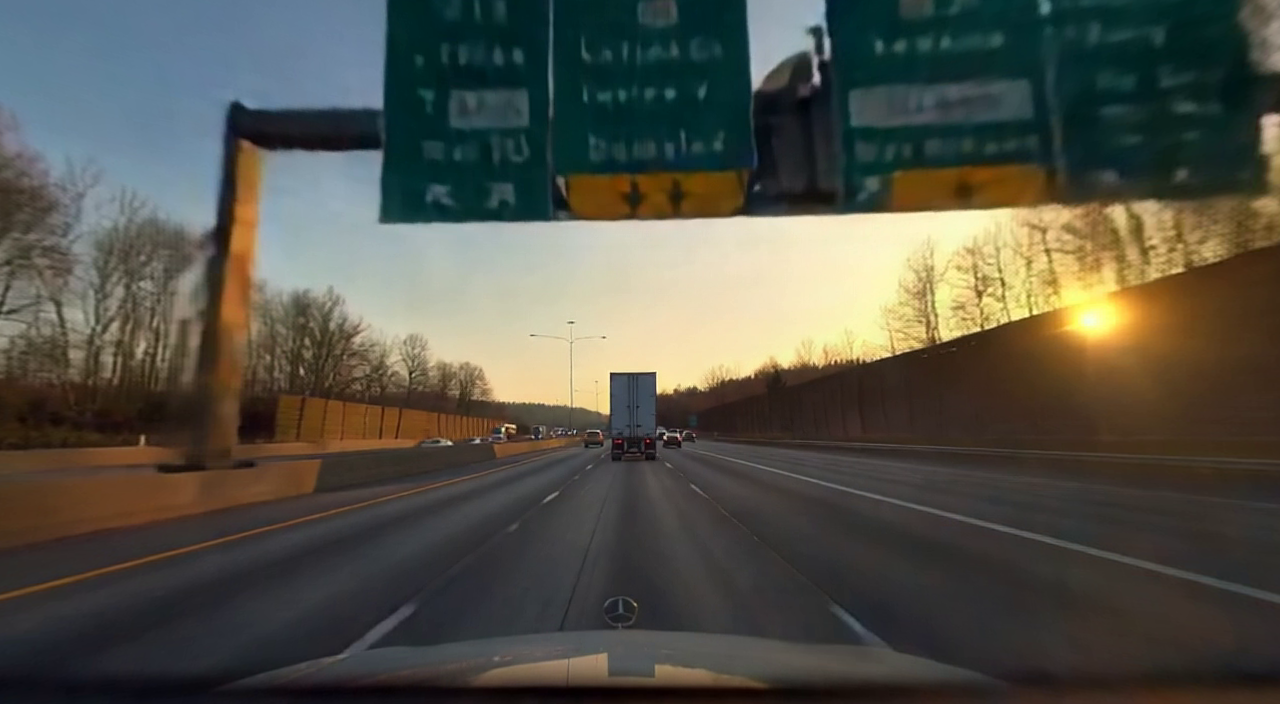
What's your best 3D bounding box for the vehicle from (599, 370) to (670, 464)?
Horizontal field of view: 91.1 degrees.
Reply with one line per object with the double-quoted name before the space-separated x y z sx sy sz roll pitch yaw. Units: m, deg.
"vehicle" -0.315 3.828 34.837 2.965 3.972 16.689 0 -8 -1
